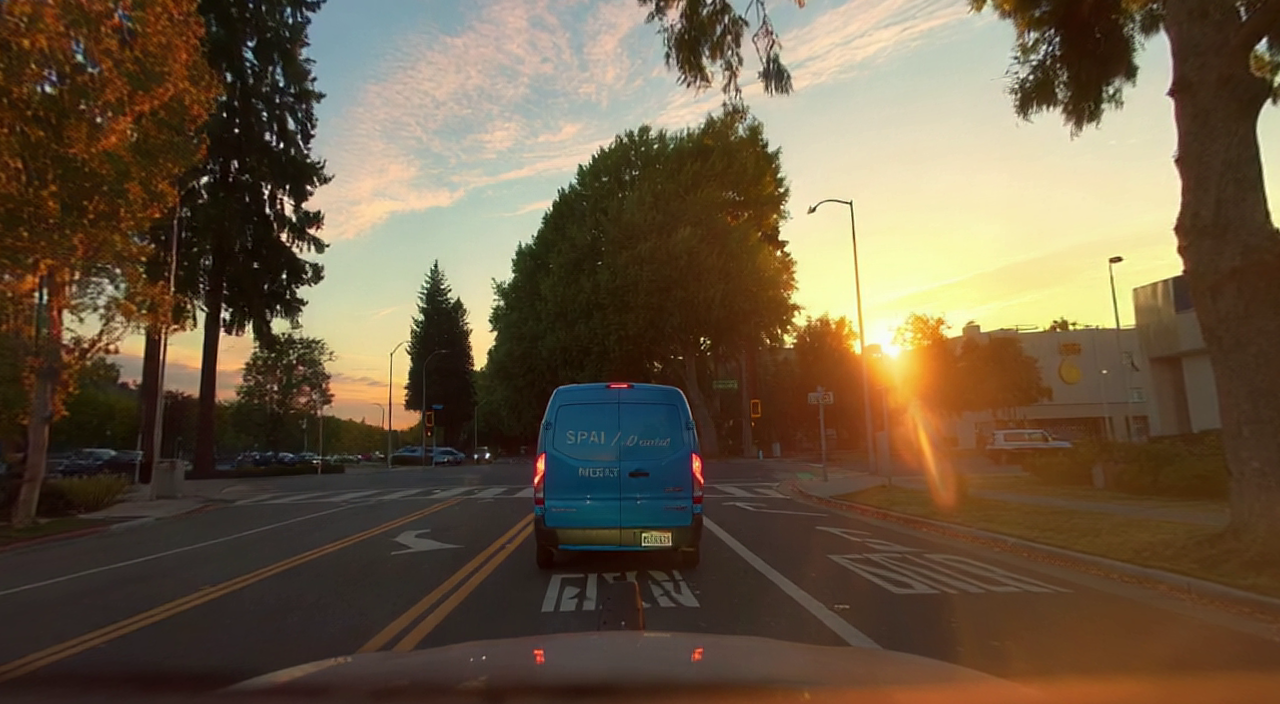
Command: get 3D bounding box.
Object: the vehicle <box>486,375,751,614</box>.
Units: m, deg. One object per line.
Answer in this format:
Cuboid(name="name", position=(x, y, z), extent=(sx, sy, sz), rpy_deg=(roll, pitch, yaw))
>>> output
Cuboid(name="vehicle", position=(-0.297, 1.477, 7.281), extent=(2.181, 1.949, 3.932), rpy_deg=(1, -9, -4))
